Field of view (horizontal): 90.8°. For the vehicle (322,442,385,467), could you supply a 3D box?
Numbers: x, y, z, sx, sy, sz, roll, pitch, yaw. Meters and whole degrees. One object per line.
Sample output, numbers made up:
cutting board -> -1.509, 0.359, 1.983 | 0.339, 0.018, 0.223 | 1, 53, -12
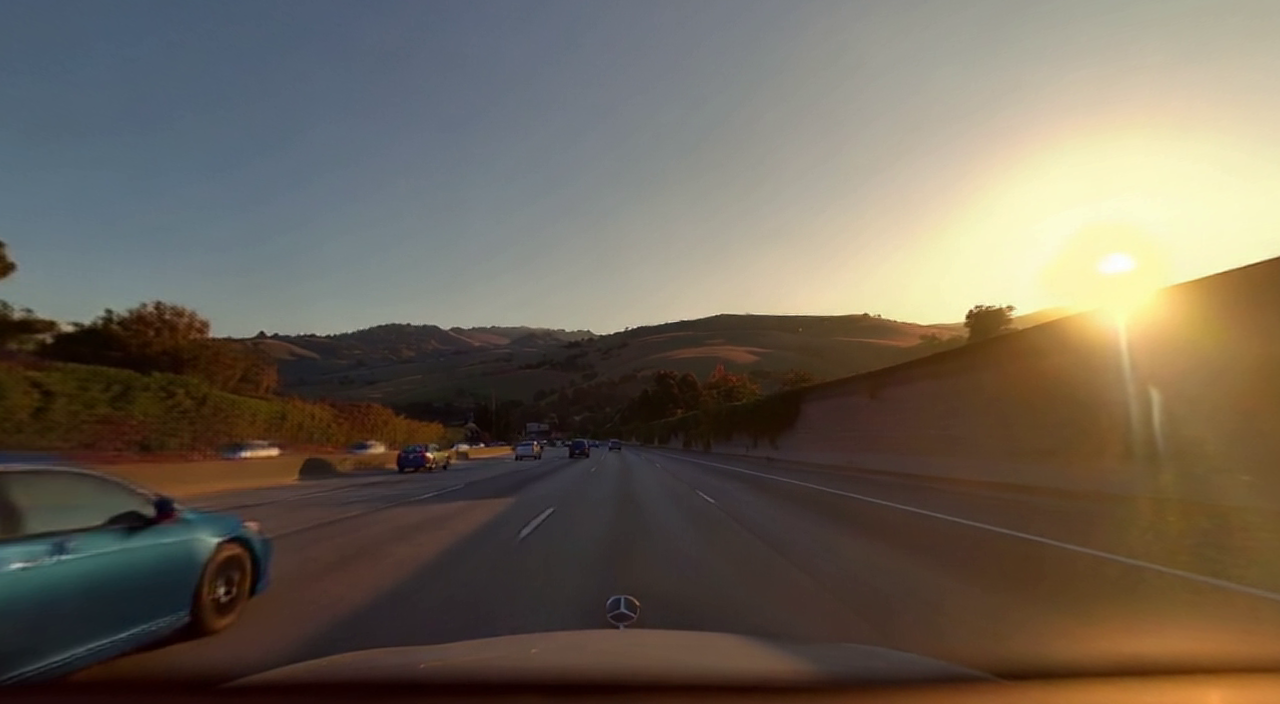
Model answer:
vehicle -> -17.375, 6.232, 38.529 | 2.090, 1.422, 3.952 | 0, -9, -1

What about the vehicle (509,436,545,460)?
vehicle -> -8.782, 7.516, 49.460 | 2.074, 1.768, 4.805 | 0, -9, -2

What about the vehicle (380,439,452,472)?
vehicle -> -11.042, 5.121, 31.518 | 1.949, 1.475, 4.740 | 0, -9, -1

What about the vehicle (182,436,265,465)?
vehicle -> -27.957, 6.619, 42.666 | 2.025, 1.781, 5.372 | 0, -9, -2
